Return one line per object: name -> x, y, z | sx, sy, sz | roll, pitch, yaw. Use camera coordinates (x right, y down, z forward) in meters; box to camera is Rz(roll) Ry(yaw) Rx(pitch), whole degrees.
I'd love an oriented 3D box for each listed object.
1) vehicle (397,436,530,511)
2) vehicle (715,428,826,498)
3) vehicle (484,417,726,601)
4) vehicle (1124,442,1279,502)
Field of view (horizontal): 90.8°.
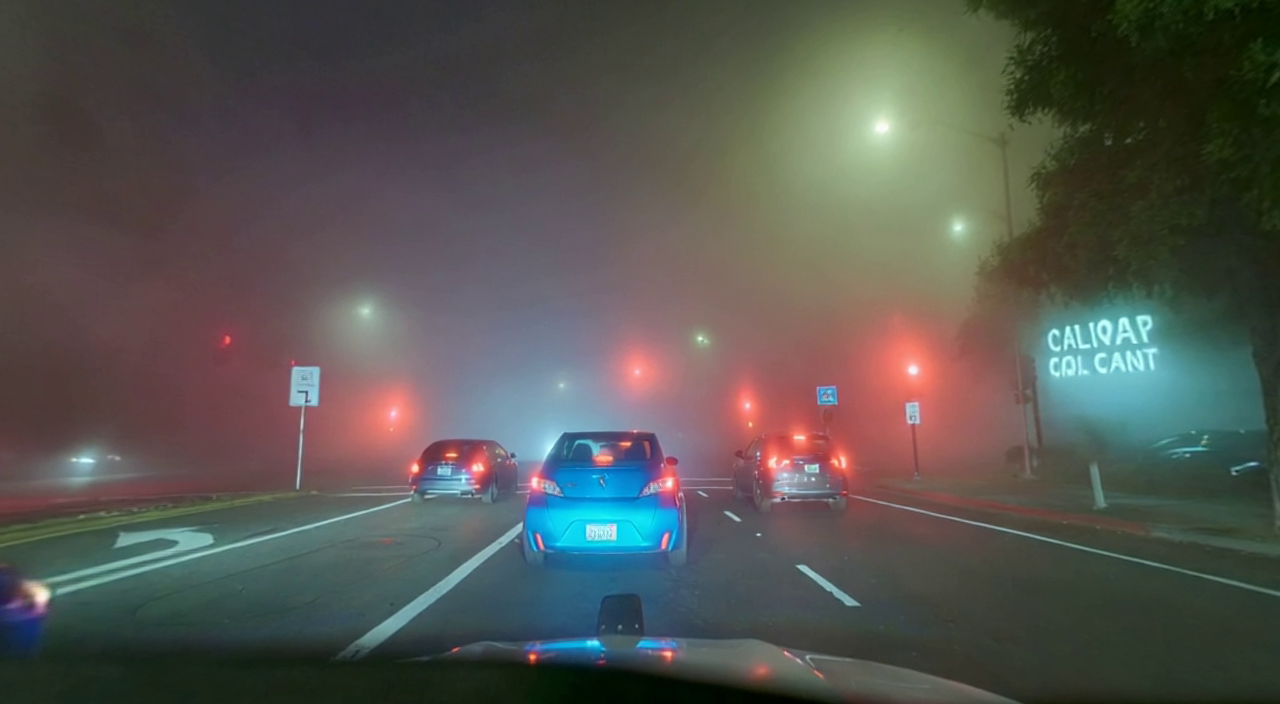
vehicle -> -3.779, 2.657, 14.273 | 1.998, 1.452, 3.773 | 0, -8, -1
vehicle -> 3.428, 3.011, 17.502 | 2.028, 1.678, 4.220 | 0, -8, -2
vehicle -> -0.355, 1.640, 7.503 | 2.045, 1.533, 4.183 | 0, -8, -2
vehicle -> 15.183, 3.032, 16.267 | 3.951, 1.418, 1.842 | 0, -8, -3
